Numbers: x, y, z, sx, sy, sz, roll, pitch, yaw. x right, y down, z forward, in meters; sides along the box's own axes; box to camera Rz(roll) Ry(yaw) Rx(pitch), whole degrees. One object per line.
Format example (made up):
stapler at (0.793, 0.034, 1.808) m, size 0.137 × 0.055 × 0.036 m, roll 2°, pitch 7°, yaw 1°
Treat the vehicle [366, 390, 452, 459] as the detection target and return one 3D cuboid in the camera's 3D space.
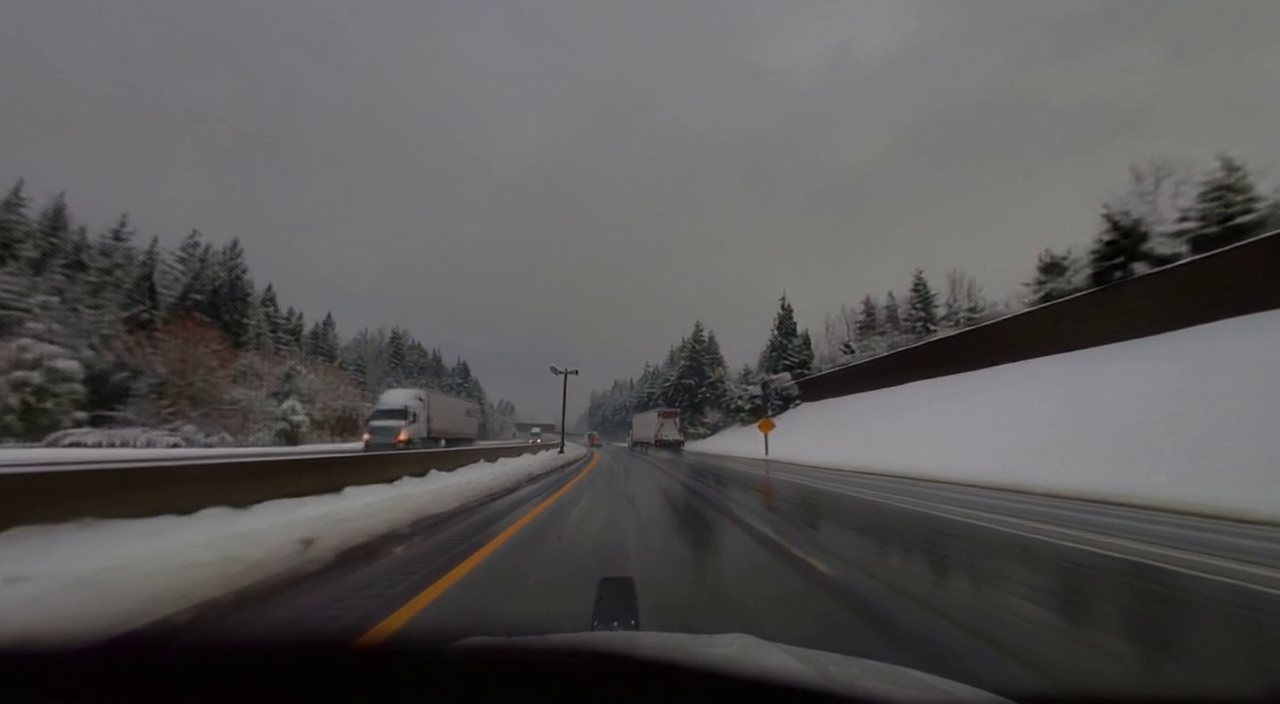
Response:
vehicle at (-13.821, 4.474, 38.222) m, size 2.962 × 3.832 × 5.796 m, roll 0°, pitch -8°, yaw 0°
